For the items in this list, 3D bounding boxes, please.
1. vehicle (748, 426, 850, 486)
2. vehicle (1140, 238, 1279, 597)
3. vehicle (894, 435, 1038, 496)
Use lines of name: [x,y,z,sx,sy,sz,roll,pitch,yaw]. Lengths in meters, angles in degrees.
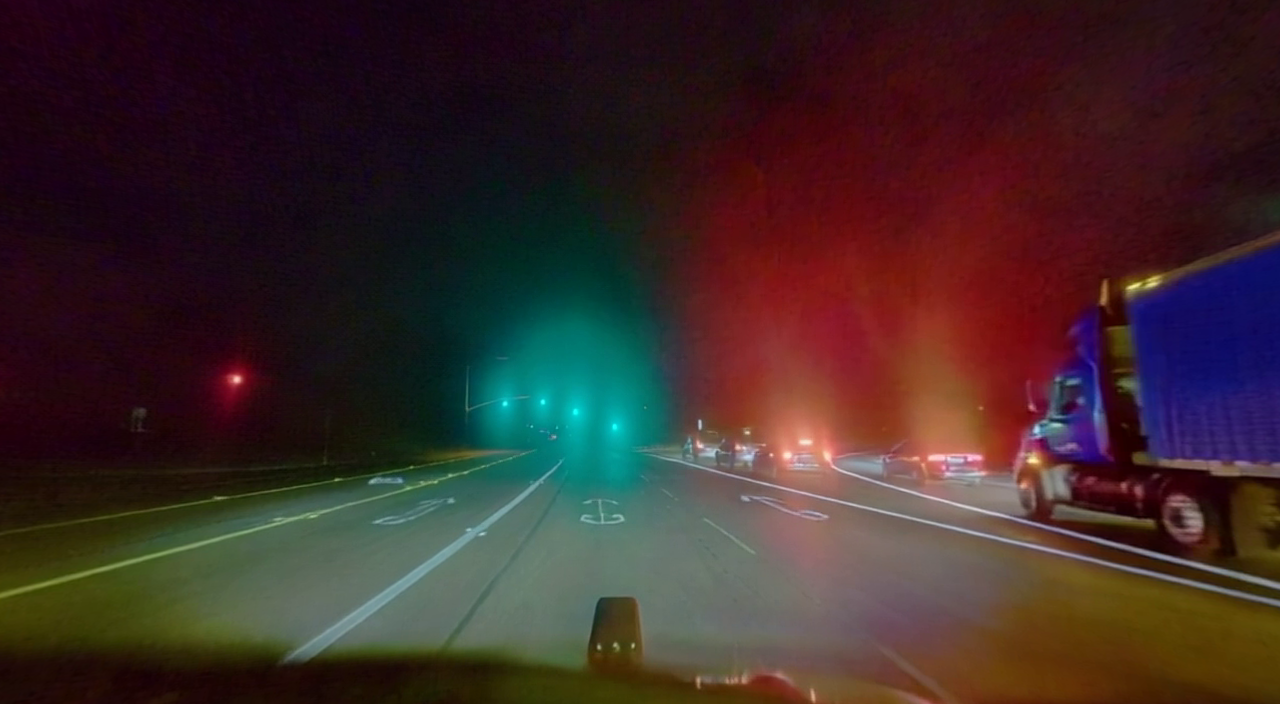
vehicle: [5.017,3.330,20.467,1.917,1.748,4.003,0,-8,-5]
vehicle: [6.469,0.150,2.520,2.625,2.975,8.237,-1,-8,4]
vehicle: [9.332,3.237,18.435,1.919,1.545,3.885,0,-7,-4]
